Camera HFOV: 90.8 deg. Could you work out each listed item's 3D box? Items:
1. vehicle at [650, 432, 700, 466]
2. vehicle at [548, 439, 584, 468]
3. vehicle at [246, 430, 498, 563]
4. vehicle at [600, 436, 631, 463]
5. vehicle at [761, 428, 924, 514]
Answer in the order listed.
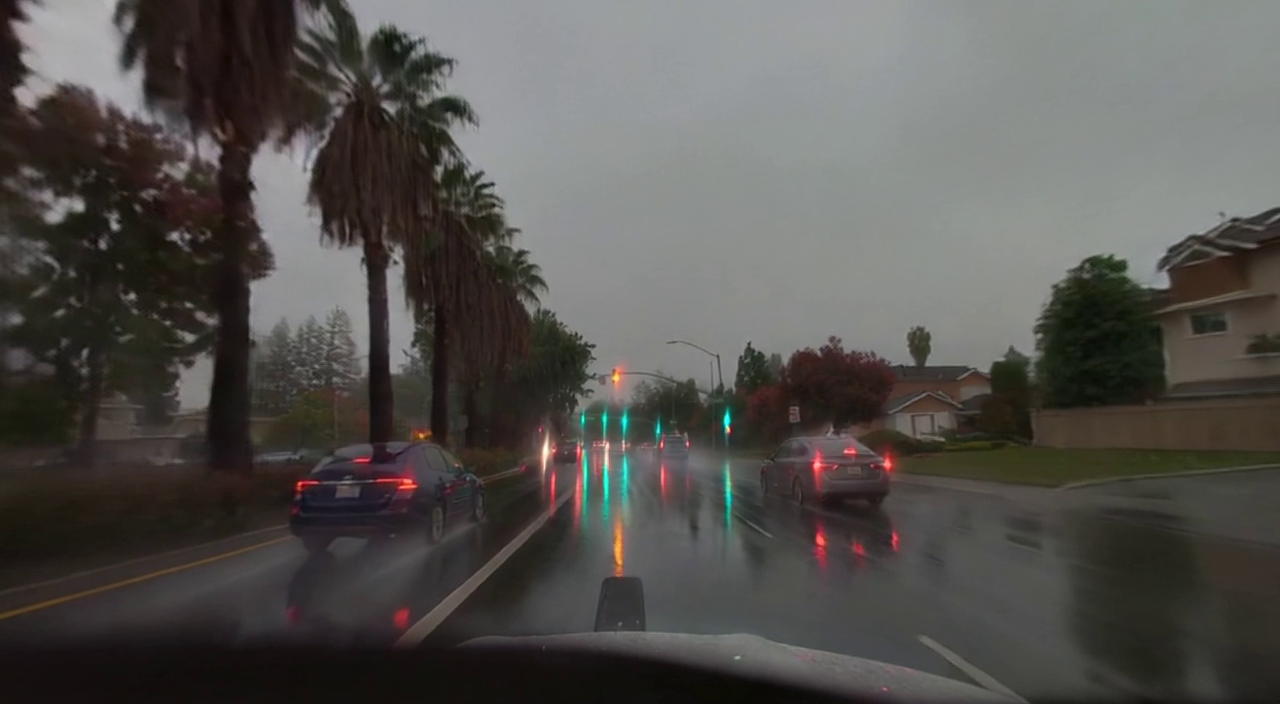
[{"bbox_3d":[2.107,6.058,39.756,2.391,1.960,5.600,0,-8,-4],"label":"vehicle"},{"bbox_3d":[-4.309,5.986,37.349,1.922,1.577,4.140,0,-8,-4],"label":"vehicle"},{"bbox_3d":[-3.507,1.948,9.300,1.924,1.473,4.200,0,-8,-1],"label":"vehicle"},{"bbox_3d":[-1.901,7.339,47.621,2.164,1.867,4.254,1,-8,-5],"label":"vehicle"},{"bbox_3d":[3.964,2.401,13.185,1.870,1.491,4.009,0,-8,-3],"label":"vehicle"}]
